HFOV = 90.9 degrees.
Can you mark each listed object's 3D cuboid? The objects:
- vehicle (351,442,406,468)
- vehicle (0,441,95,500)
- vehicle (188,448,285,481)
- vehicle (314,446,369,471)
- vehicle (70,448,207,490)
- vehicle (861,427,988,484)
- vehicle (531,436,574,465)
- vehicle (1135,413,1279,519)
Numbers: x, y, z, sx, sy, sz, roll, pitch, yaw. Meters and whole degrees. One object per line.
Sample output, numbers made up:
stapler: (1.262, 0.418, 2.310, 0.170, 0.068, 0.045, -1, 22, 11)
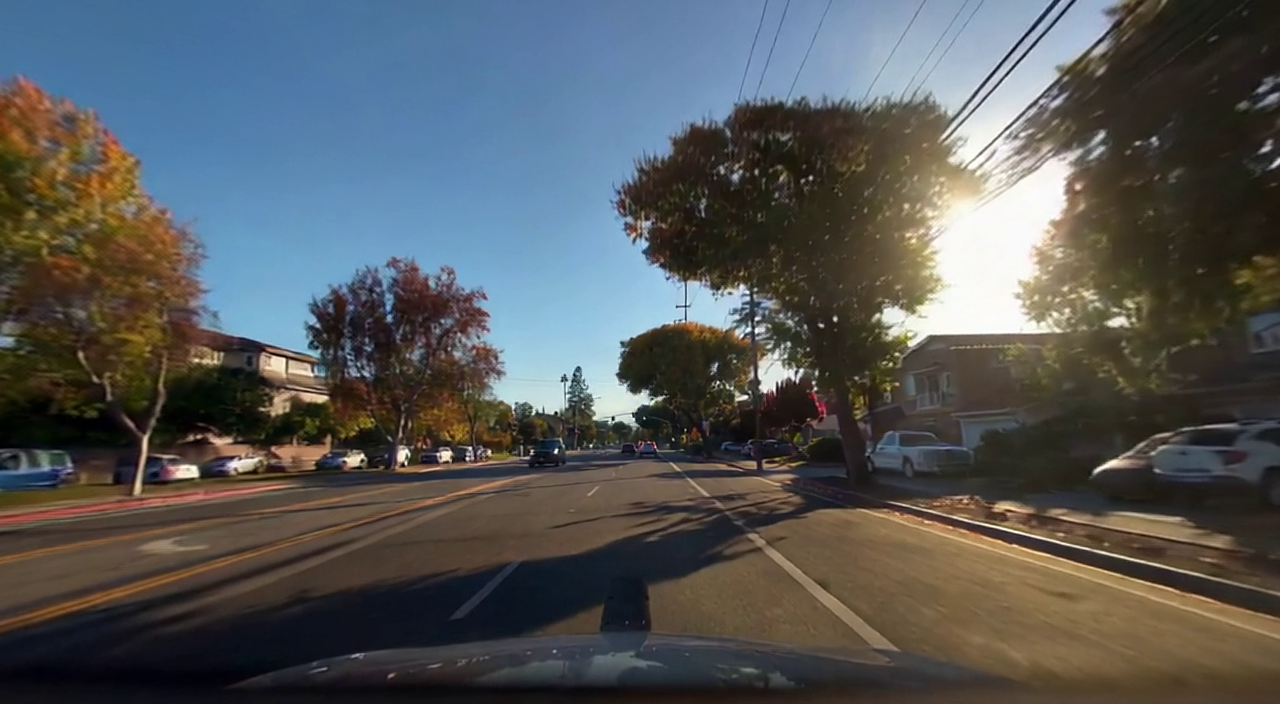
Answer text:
vehicle: (-20.119, 7.918, 48.738, 2.047, 1.898, 5.032, 0, -8, 1)
vehicle: (-20.265, 3.730, 20.024, 1.787, 1.774, 4.560, 0, -8, 0)
vehicle: (-20.414, 5.696, 32.187, 1.812, 1.501, 4.632, 0, -8, 1)
vehicle: (-20.081, 7.170, 42.526, 1.764, 1.570, 3.910, 0, -8, 0)
vehicle: (-20.149, 4.681, 25.645, 1.759, 1.519, 4.785, 0, -8, -2)
vehicle: (11.379, 4.181, 25.779, 2.392, 2.063, 5.213, 1, -8, -5)
vehicle: (-6.128, 6.974, 44.708, 2.273, 1.952, 4.599, 0, -8, 1)
vehicle: (13.347, 2.277, 12.821, 4.667, 1.952, 2.063, 0, -8, 2)
